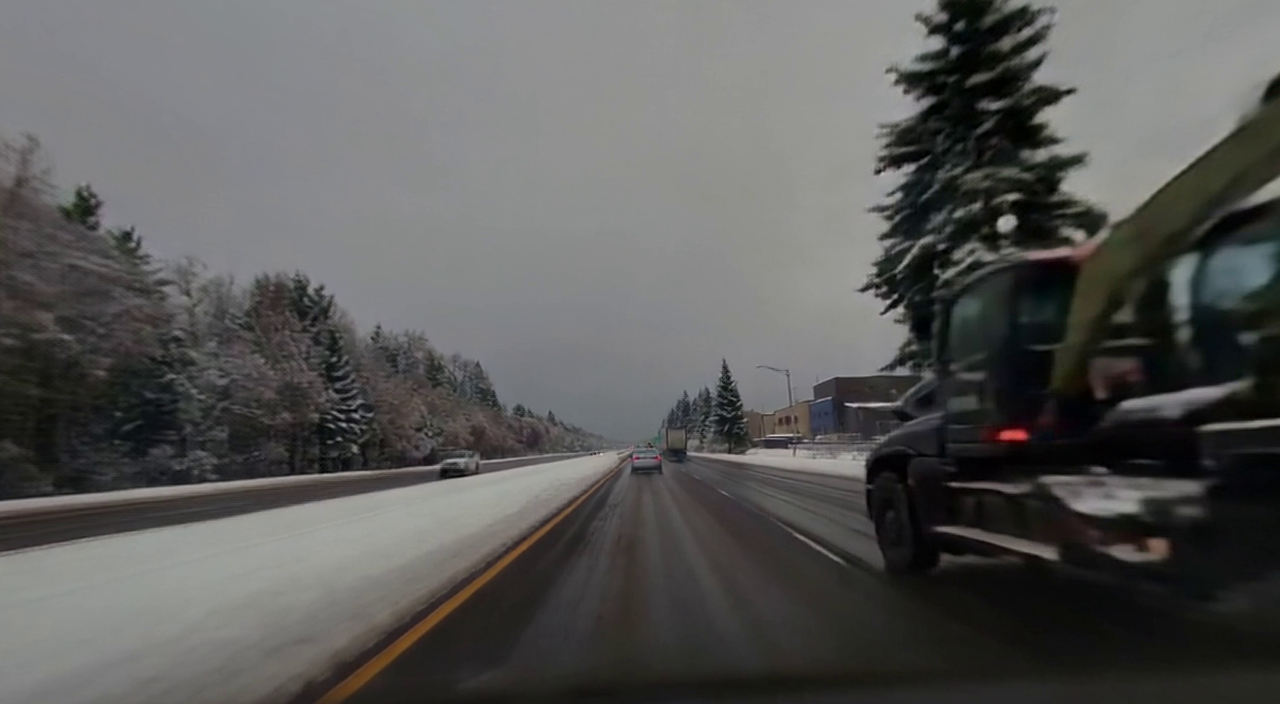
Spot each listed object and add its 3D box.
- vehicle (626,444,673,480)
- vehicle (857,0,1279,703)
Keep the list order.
[{"bbox_3d":[0.428,5.173,29.829,2.045,1.527,4.023,0,-9,0],"label":"vehicle"},{"bbox_3d":[4.156,-0.040,3.234,3.089,3.568,8.101,0,-9,0],"label":"vehicle"}]
